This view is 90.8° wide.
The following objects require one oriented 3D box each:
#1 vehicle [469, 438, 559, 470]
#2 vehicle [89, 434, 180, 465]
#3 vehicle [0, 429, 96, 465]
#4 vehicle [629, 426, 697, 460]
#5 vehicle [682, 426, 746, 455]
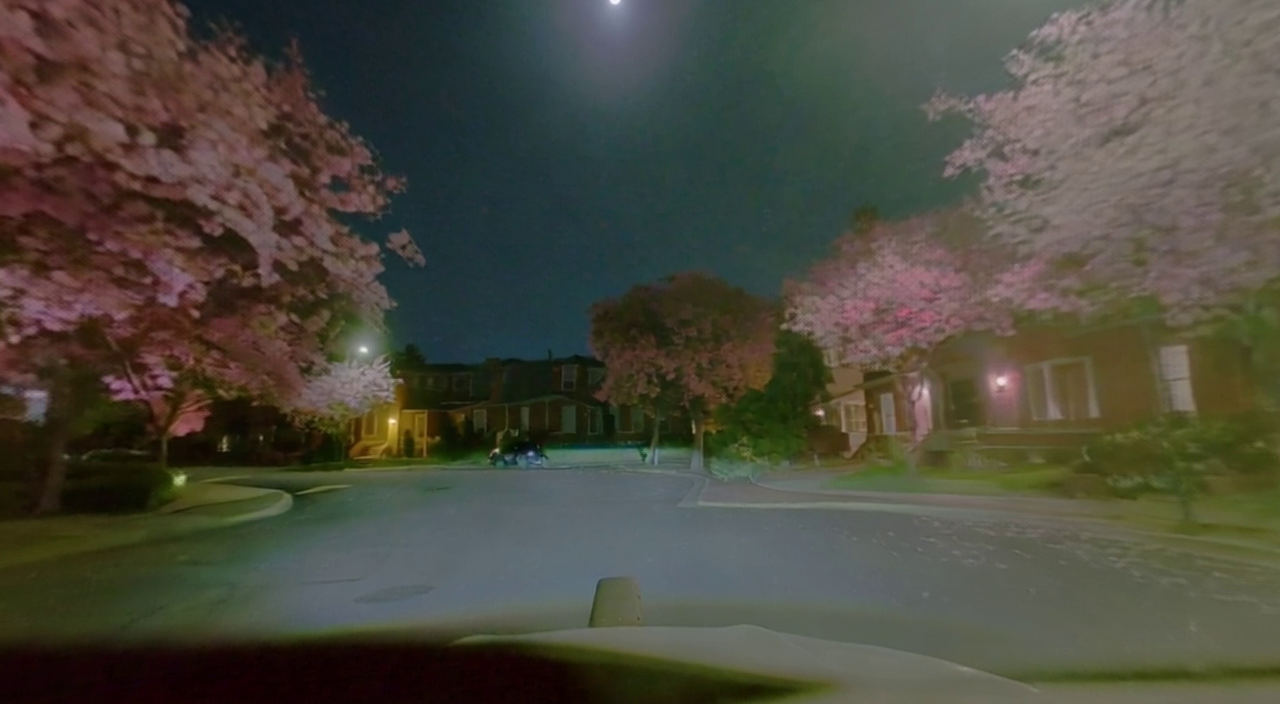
[{"bbox_3d":[-7.445,6.079,37.608,4.815,1.827,2.147,-1,-9,5],"label":"vehicle"},{"bbox_3d":[-29.518,5.679,36.904,4.237,1.728,2.203,-3,-9,22],"label":"vehicle"},{"bbox_3d":[-30.016,4.684,31.144,4.435,1.707,2.046,0,-9,2],"label":"vehicle"},{"bbox_3d":[1.540,5.951,41.428,2.310,1.701,4.280,-7,-5,37],"label":"vehicle"},{"bbox_3d":[4.894,5.818,41.318,2.152,1.773,4.495,-7,-11,37],"label":"vehicle"}]
